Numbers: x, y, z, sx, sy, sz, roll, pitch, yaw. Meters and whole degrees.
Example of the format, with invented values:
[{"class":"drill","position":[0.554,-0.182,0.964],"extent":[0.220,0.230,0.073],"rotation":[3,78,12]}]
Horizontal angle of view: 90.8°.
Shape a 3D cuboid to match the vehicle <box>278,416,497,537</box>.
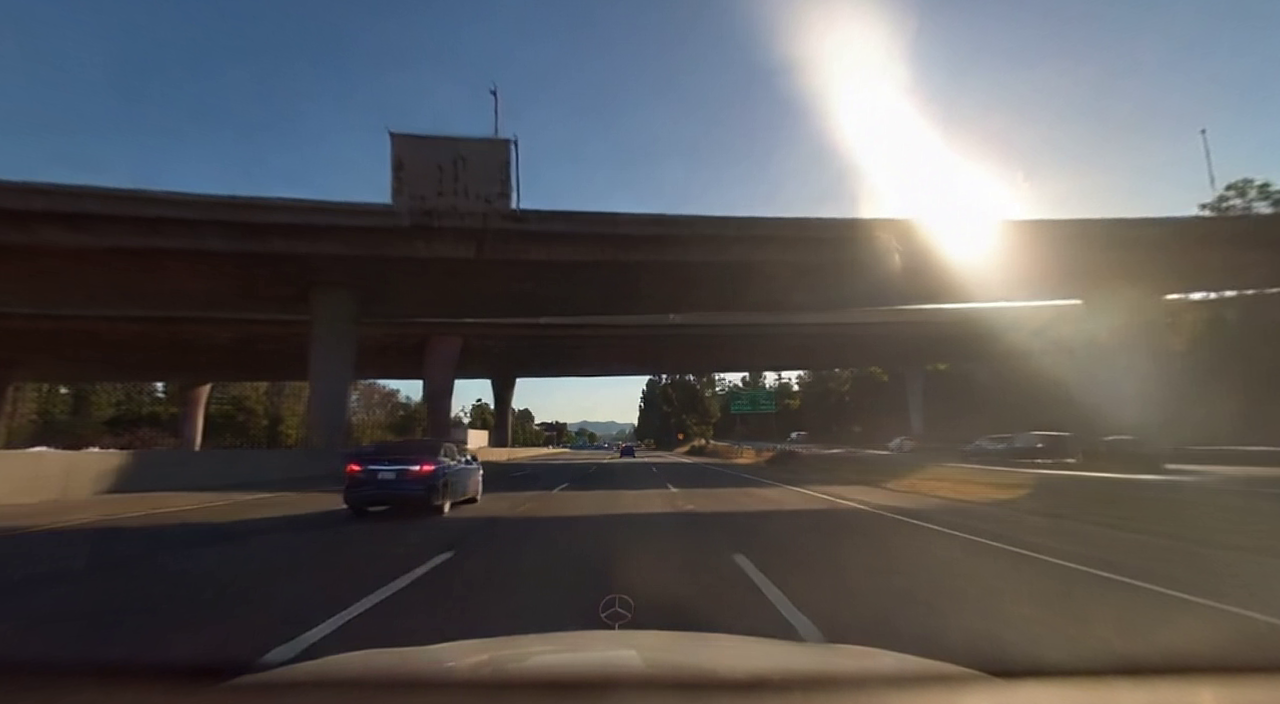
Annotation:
[{"class":"vehicle","position":[-4.204,2.157,11.569],"extent":[2.102,1.727,4.704],"rotation":[0,-9,-1]}]
